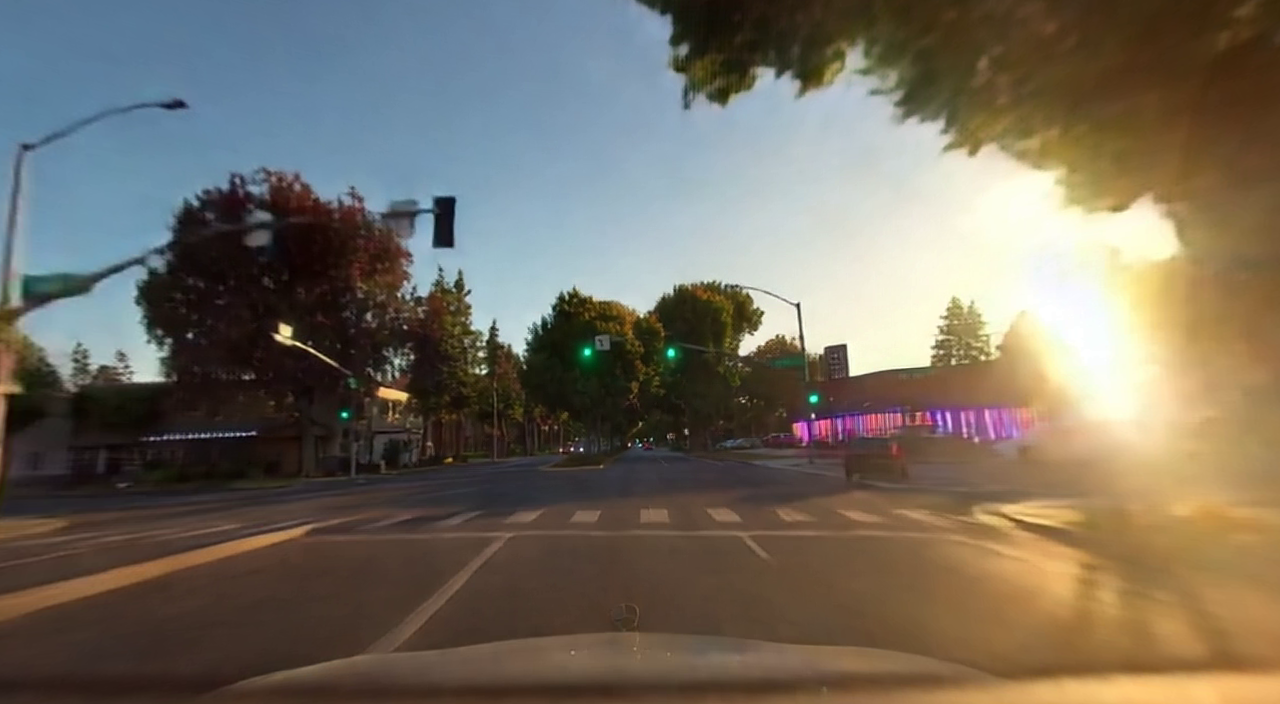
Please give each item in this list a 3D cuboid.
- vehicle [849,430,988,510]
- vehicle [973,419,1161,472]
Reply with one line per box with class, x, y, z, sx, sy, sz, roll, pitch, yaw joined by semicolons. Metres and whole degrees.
vehicle;6.447;2.549;14.253;2.064;1.470;4.610;-5;-9;33
vehicle;14.140;3.121;21.103;4.704;1.544;2.112;-1;-8;0
